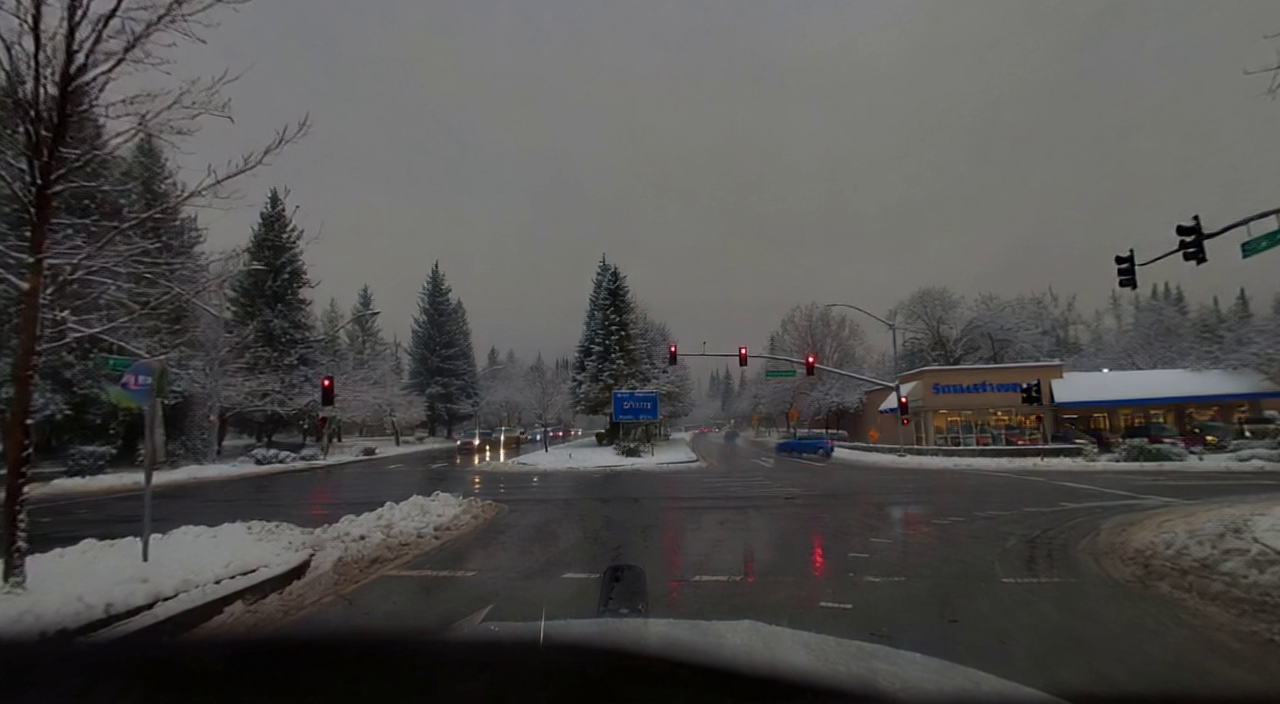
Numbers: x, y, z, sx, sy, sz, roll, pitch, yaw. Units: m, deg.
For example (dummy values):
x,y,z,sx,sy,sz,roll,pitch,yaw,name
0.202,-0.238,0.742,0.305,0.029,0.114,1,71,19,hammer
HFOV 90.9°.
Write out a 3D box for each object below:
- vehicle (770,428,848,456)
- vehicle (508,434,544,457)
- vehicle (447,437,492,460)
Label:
x,y,z,sx,sy,sz,roll,pitch,yaw,name
10.805,5.797,40.558,1.936,1.664,4.667,6,-10,-34,vehicle
-8.067,6.658,45.075,1.920,1.546,4.086,0,-9,-1,vehicle
-11.765,6.685,43.898,2.111,1.499,4.371,0,-9,-3,vehicle
